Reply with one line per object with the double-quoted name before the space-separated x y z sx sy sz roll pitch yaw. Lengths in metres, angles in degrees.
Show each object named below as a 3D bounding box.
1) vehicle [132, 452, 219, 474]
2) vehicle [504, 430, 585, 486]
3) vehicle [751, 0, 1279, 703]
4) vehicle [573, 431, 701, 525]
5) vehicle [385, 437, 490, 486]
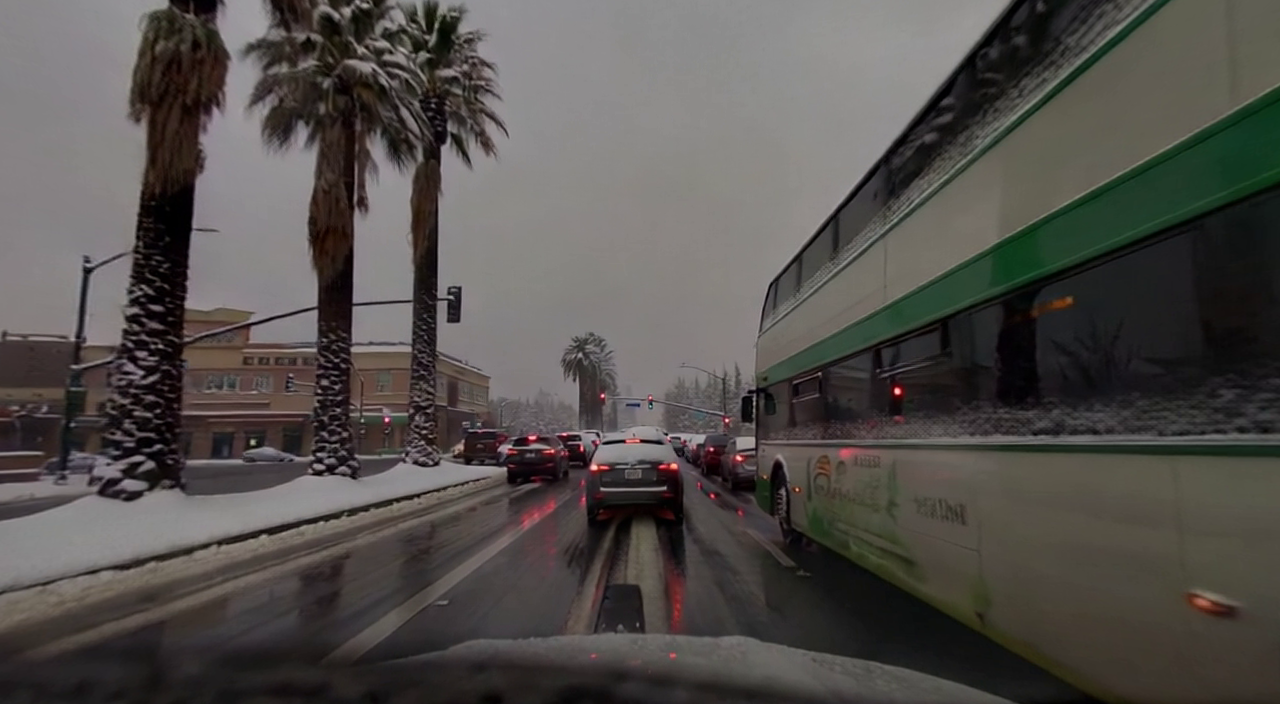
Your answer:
"vehicle" -33.340 7.958 45.428 4.653 1.472 1.870 1 -9 -6
"vehicle" -3.191 3.660 22.069 2.020 1.721 4.366 -1 -9 2
"vehicle" 3.555 0.040 4.946 2.970 4.015 13.606 0 -9 0
"vehicle" -0.041 2.322 12.158 2.060 1.499 3.831 0 -9 0
"vehicle" -6.843 3.758 21.967 1.927 1.480 4.832 0 -9 2
